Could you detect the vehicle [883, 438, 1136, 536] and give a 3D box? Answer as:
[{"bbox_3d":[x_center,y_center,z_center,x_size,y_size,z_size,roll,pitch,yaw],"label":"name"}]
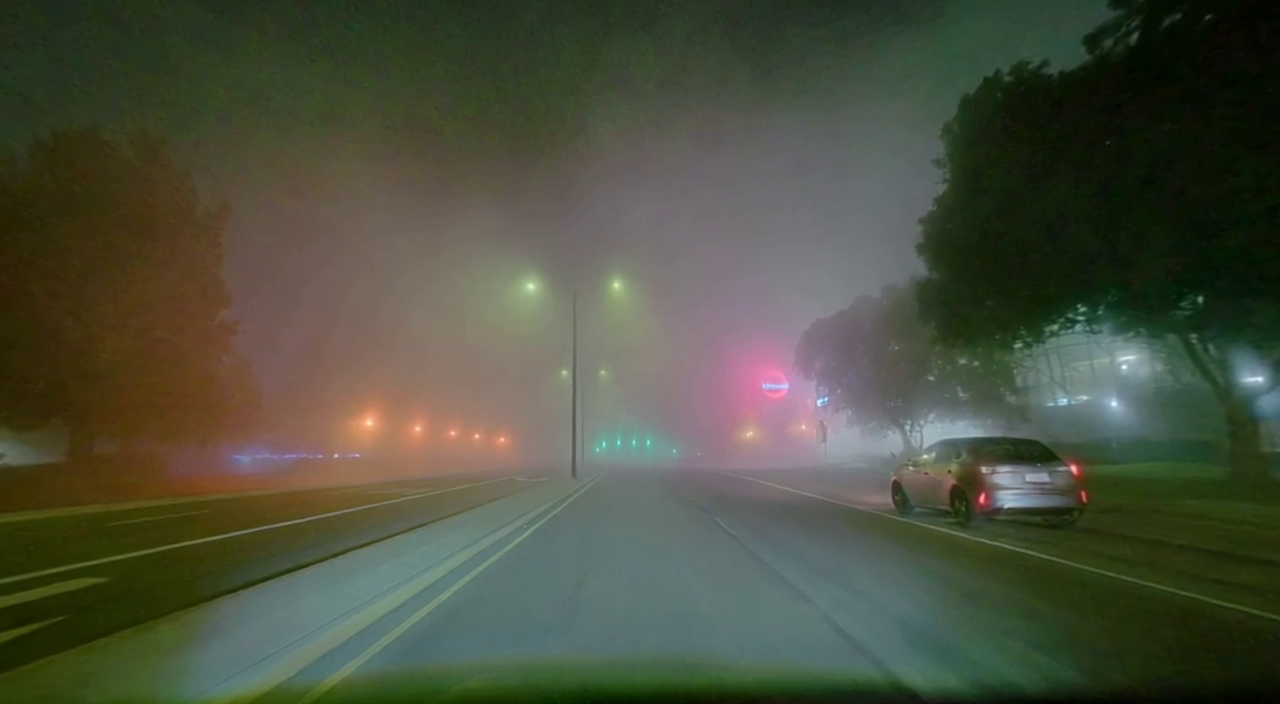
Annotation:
[{"bbox_3d":[6.689,2.456,12.249,1.913,1.504,4.738,0,-8,-2],"label":"vehicle"}]
